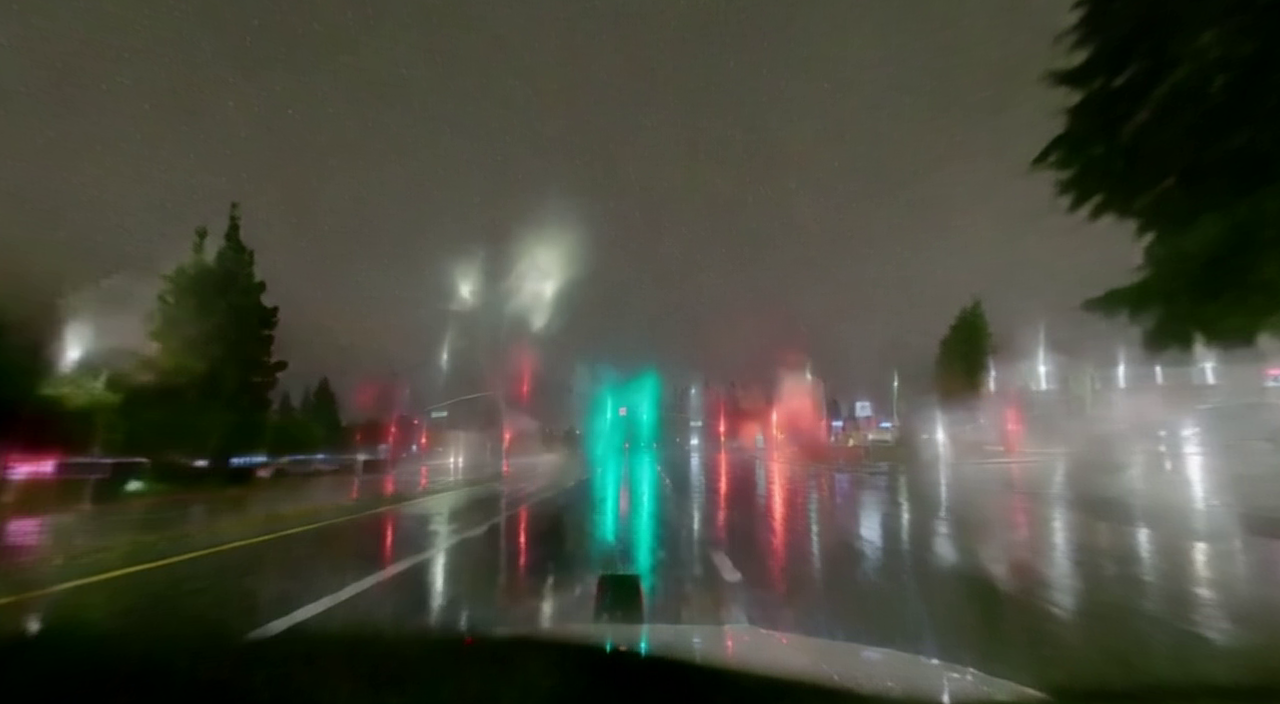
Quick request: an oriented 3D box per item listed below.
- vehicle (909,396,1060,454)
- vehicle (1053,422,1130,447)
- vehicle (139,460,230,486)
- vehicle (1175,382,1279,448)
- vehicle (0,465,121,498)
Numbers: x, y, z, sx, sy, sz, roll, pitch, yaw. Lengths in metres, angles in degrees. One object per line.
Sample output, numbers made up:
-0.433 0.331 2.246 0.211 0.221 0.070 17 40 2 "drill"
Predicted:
20.559 4.434 38.014 7.304 3.335 2.869 0 -9 -2 "vehicle"
32.842 6.073 46.155 1.990 1.708 4.629 -1 -9 -3 "vehicle"
-30.141 8.017 41.875 4.396 1.633 2.000 0 -9 0 "vehicle"
32.606 3.388 33.044 2.751 3.197 7.018 0 -9 -2 "vehicle"
-30.930 6.856 33.625 4.713 1.607 2.022 0 -9 1 "vehicle"
